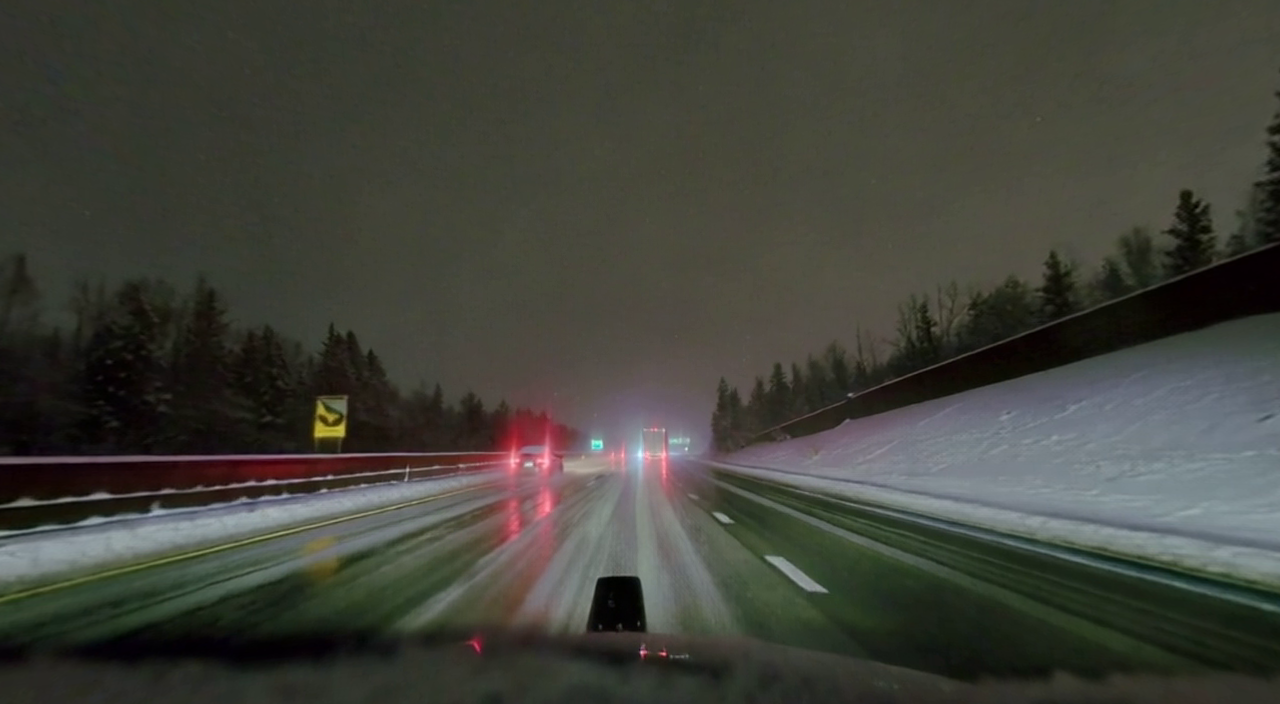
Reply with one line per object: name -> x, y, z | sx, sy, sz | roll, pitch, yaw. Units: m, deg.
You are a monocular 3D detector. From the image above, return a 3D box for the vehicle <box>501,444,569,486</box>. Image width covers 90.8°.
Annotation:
vehicle -> -4.203, 4.603, 25.997 | 2.035, 1.595, 4.022 | 0, -9, 1
